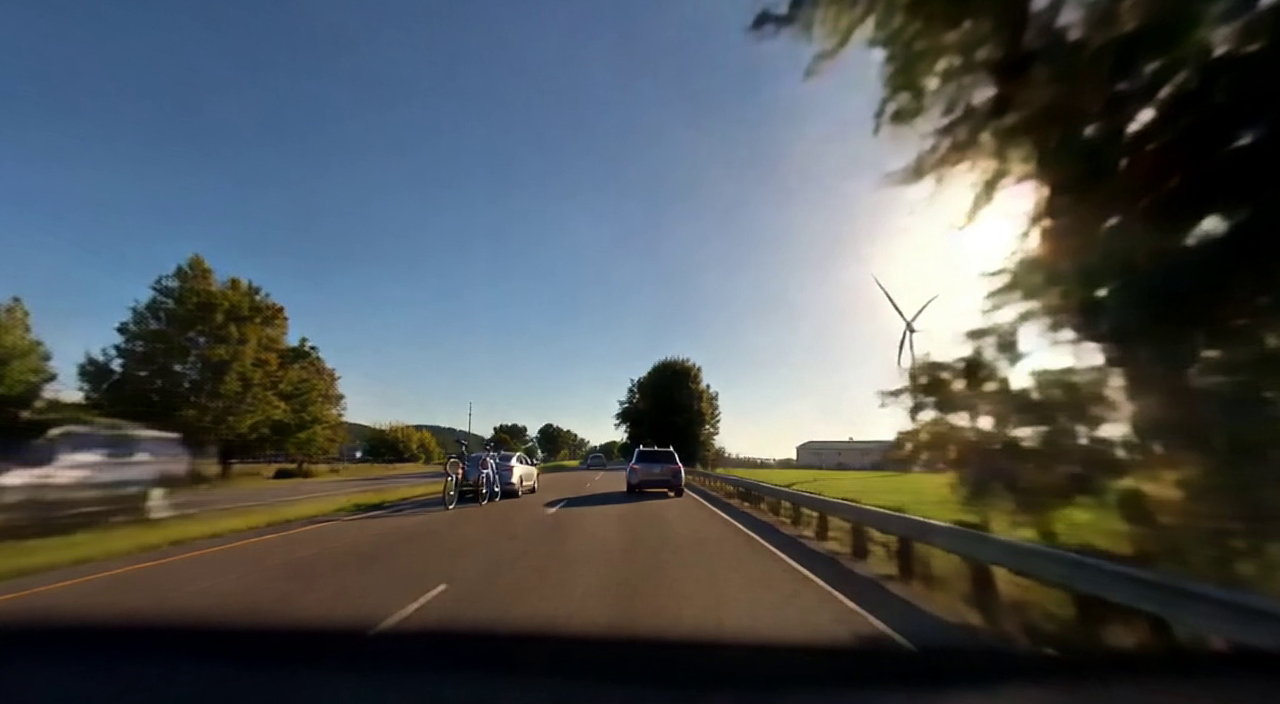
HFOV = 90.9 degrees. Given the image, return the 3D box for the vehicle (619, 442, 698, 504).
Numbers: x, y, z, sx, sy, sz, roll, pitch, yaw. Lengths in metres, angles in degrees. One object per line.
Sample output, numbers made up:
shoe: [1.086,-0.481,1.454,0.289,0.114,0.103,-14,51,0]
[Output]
vehicle: [0.466,3.495,18.558,2.063,1.582,3.955,0,-9,-1]

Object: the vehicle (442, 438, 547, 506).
vehicle: [-3.955,3.345,17.891,1.962,1.681,4.033,0,-9,1]
